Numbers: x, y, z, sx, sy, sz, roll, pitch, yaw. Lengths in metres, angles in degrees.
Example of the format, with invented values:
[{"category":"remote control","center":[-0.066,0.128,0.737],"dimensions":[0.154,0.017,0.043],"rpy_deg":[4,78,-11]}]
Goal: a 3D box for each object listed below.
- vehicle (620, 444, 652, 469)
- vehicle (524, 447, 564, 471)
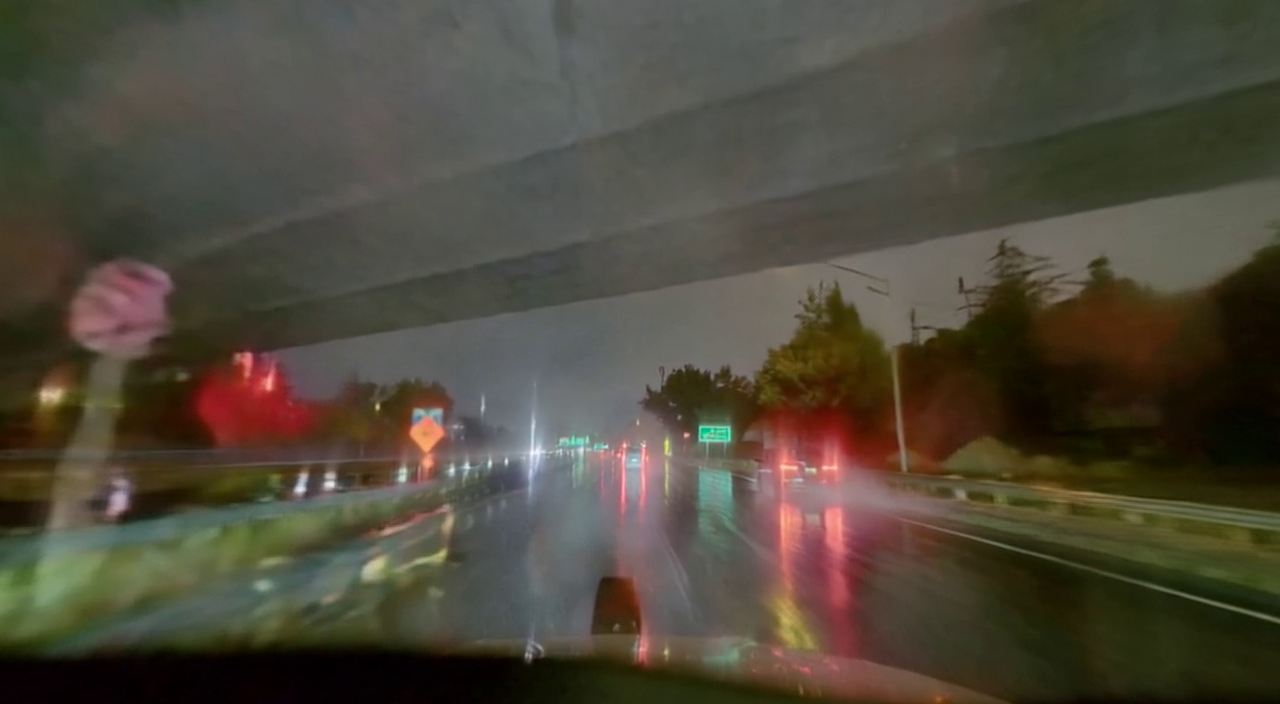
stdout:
[{"category":"vehicle","center":[-0.305,7.205,43.641],"dimensions":[2.109,1.638,3.856],"rpy_deg":[0,-9,-1]},{"category":"vehicle","center":[-6.332,7.061,41.926],"dimensions":[1.997,1.507,4.248],"rpy_deg":[0,-9,0]}]
